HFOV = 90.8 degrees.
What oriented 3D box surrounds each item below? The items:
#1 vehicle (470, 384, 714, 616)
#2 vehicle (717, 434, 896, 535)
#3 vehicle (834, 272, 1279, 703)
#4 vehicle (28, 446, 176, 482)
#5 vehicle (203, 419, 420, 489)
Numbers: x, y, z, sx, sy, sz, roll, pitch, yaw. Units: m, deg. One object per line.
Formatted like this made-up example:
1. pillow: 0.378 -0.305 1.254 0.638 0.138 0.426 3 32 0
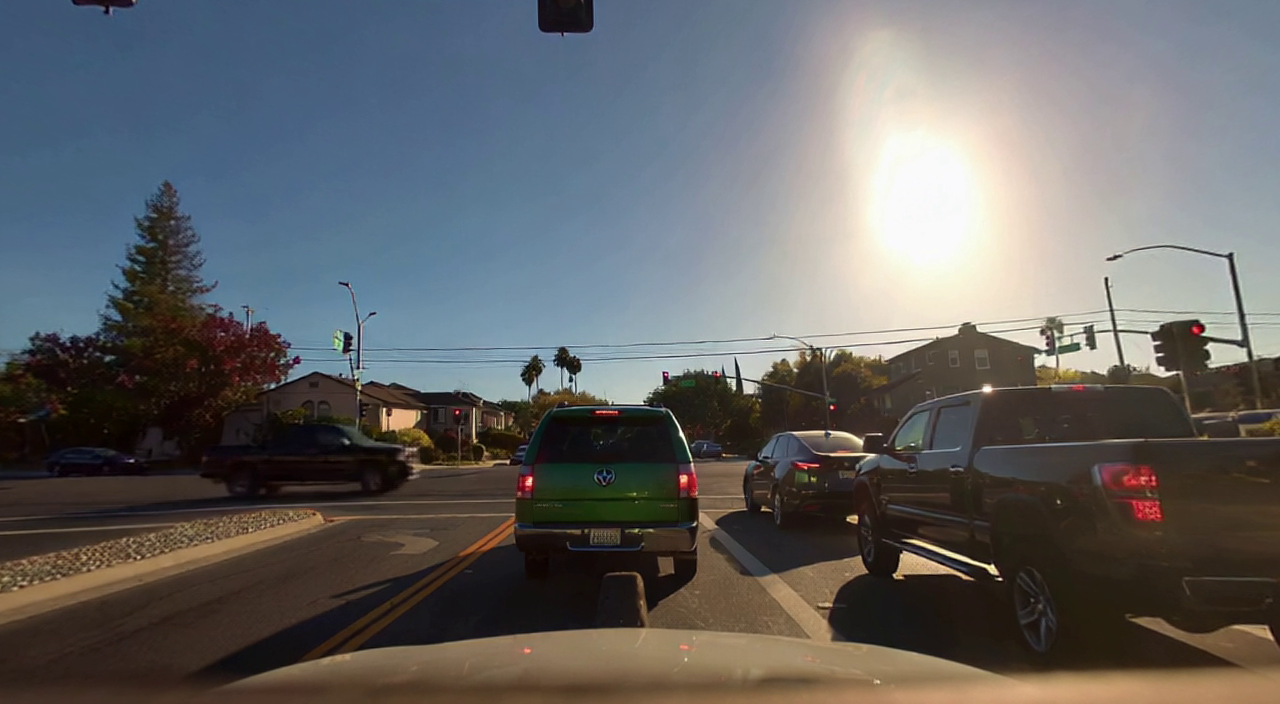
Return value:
1. vehicle: -0.256 1.394 6.700 1.915 1.780 3.379 -1 -8 4
2. vehicle: 2.710 2.266 11.524 1.952 1.465 4.421 0 -8 -2
3. vehicle: 2.973 0.948 3.895 1.886 1.849 5.070 0 -8 -1
4. vehicle: -22.925 4.769 27.085 4.533 1.350 1.714 0 -7 -8
5. vehicle: -11.385 3.580 22.457 6.403 2.287 2.039 1 -8 -10
